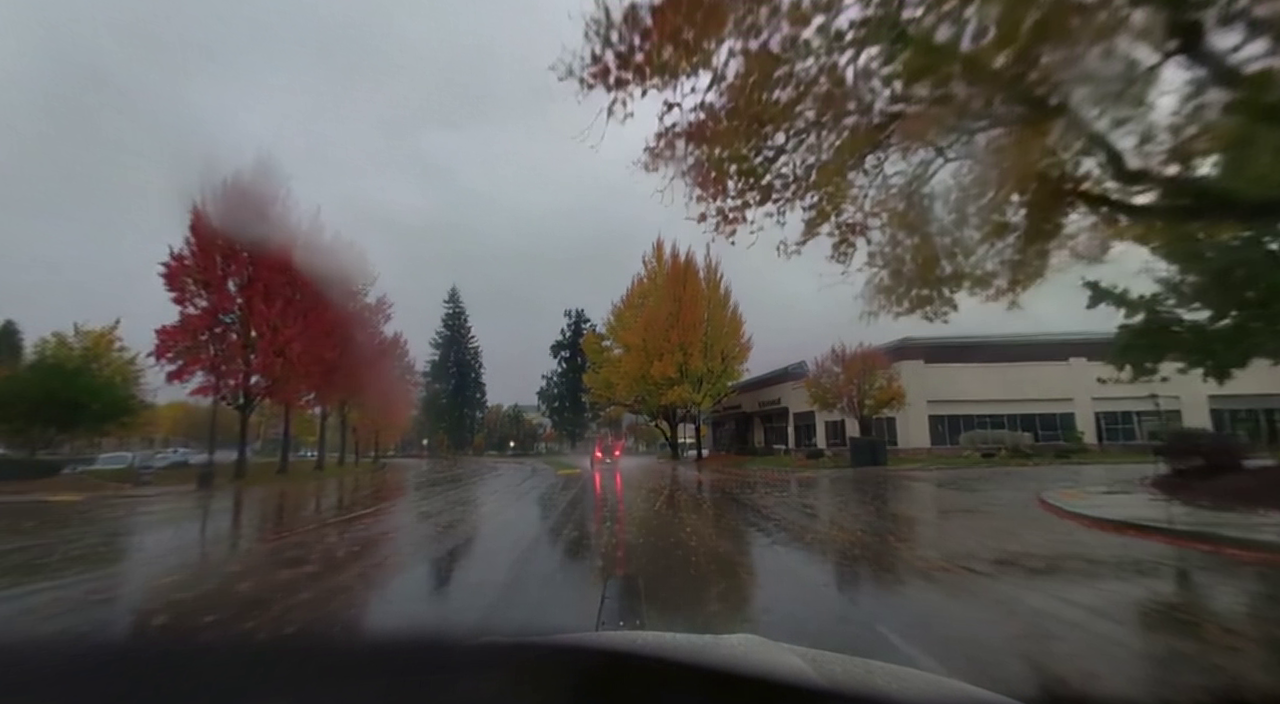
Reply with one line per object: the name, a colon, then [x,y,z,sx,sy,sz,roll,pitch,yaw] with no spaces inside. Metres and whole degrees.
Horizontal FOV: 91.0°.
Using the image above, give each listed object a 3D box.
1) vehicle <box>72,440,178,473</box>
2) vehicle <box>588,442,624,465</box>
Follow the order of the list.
vehicle: [-35.681,7.303,43.791,5.135,1.689,2.269,-3,-11,-15]
vehicle: [-2.403,7.057,44.138,2.018,1.512,4.304,1,-8,-10]
